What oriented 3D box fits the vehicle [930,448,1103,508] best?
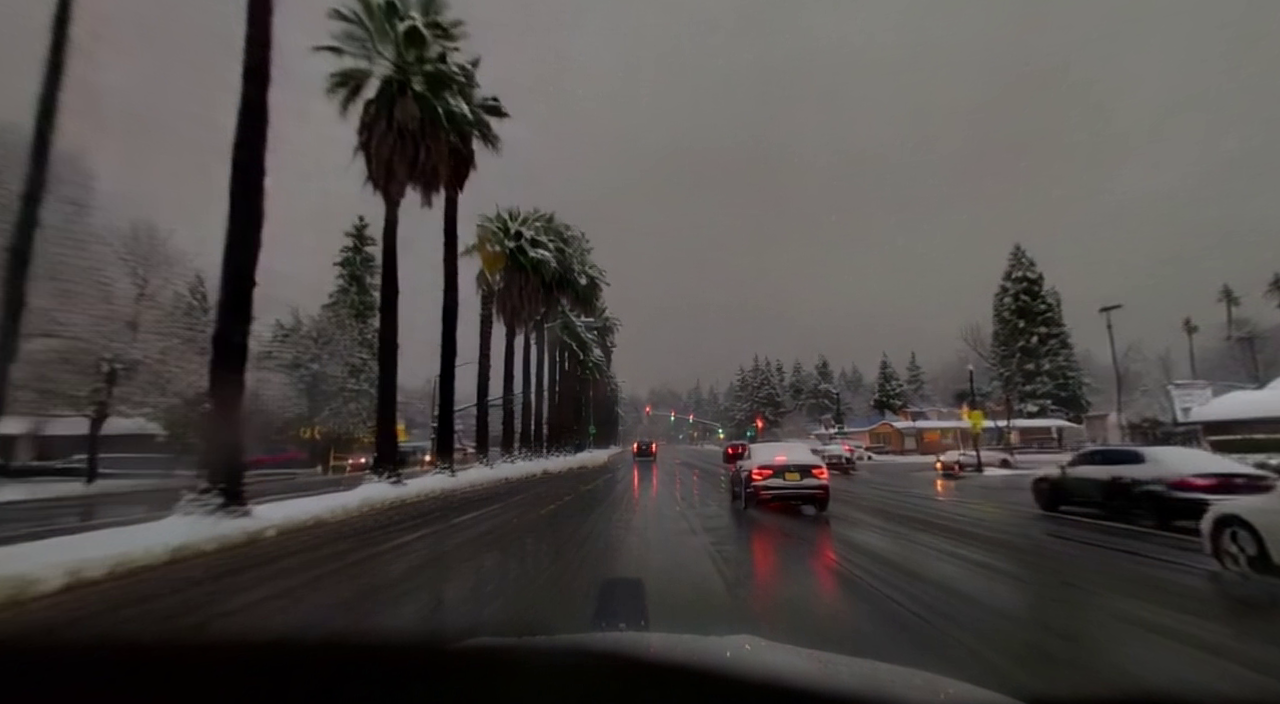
[{"bbox_3d":[10.245,3.434,17.695,1.891,1.428,4.680,0,-9,-1],"label":"vehicle"}]

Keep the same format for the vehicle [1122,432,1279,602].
[{"bbox_3d":[6.532,1.357,4.956,1.890,1.471,4.566,0,-9,1],"label":"vehicle"}]

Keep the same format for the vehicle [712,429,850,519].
[{"bbox_3d":[2.852,2.580,13.830,2.009,1.639,4.267,0,-9,0],"label":"vehicle"}]

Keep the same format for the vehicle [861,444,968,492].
[{"bbox_3d":[10.253,4.352,24.054,1.916,1.548,4.799,2,-9,-1],"label":"vehicle"}]

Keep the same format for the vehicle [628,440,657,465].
[{"bbox_3d":[0.216,7.489,47.078,2.087,1.709,4.076,0,-9,1],"label":"vehicle"}]

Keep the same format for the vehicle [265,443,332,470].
[{"bbox_3d":[-25.509,7.829,47.293,2.070,1.856,5.069,1,-8,0],"label":"vehicle"}]

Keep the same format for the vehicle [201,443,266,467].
[{"bbox_3d":[-30.581,7.755,47.618,1.898,1.692,4.455,0,-9,0],"label":"vehicle"}]
